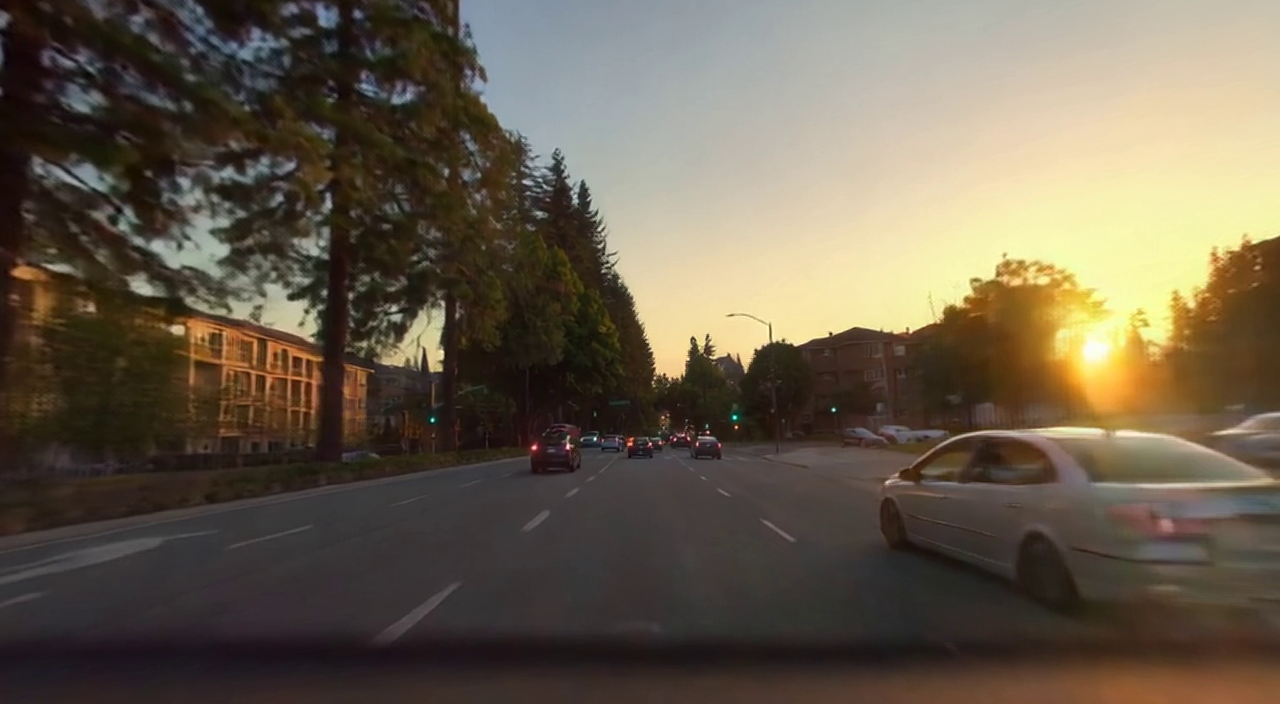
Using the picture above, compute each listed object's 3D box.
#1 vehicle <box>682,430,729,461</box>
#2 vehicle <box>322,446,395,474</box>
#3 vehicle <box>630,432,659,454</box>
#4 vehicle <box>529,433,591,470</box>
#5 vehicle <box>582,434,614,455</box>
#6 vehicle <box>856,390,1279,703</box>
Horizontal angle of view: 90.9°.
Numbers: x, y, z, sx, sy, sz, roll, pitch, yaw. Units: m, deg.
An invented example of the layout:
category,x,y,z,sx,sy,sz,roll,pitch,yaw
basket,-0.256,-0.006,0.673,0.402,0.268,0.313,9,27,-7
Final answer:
category,x,y,z,sx,sy,sz,roll,pitch,yaw
vehicle,3.600,5.249,35.450,2.137,1.646,4.488,0,-8,-1
vehicle,-15.612,5.998,35.233,1.901,1.438,4.557,0,-8,1
vehicle,0.335,7.013,48.598,2.110,1.662,4.262,0,-8,0
vehicle,-3.462,4.416,28.152,2.049,1.485,4.656,0,-8,2
vehicle,-3.145,7.096,48.328,1.997,1.479,4.547,0,-8,2
vehicle,3.688,1.266,5.321,2.128,1.502,4.572,0,-8,1
